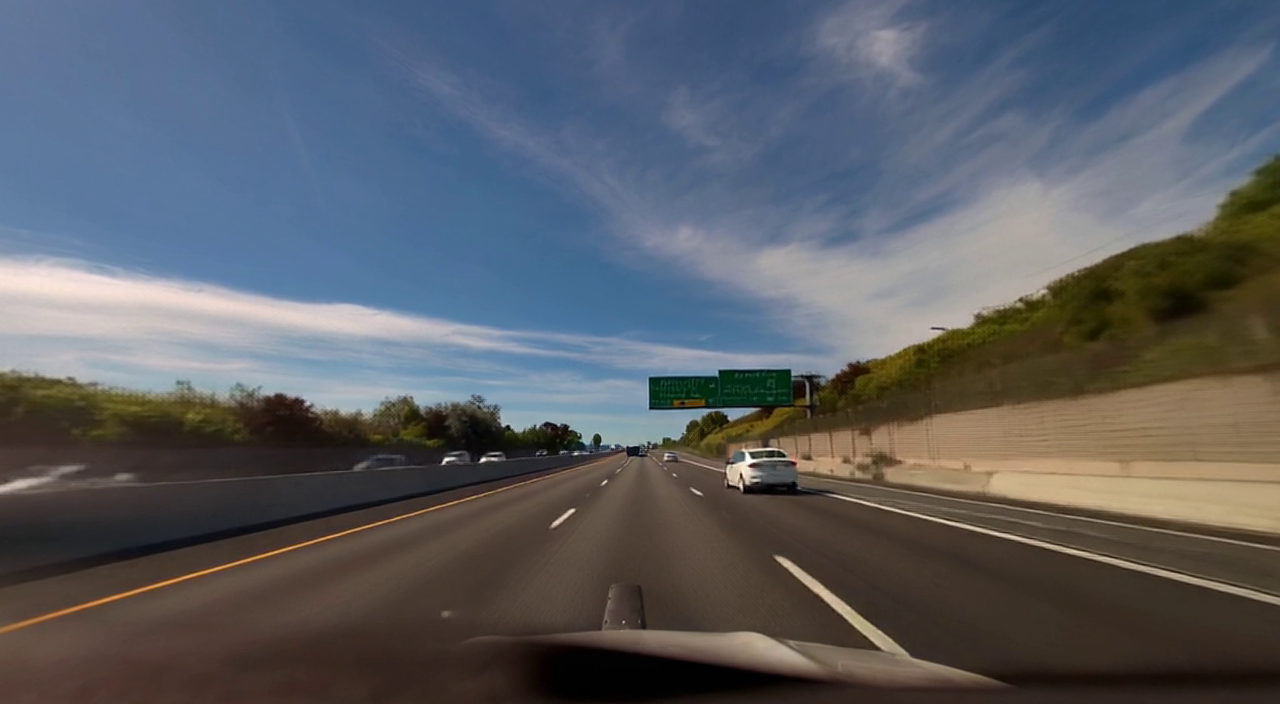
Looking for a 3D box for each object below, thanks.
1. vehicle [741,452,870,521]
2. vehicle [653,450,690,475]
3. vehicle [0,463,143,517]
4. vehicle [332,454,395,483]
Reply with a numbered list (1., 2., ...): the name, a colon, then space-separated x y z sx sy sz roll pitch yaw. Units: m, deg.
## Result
1. vehicle: 3.551 2.927 14.170 1.883 1.320 3.386 0 -9 -2
2. vehicle: 1.886 6.782 38.913 2.065 1.400 4.028 0 -9 1
3. vehicle: -19.823 4.586 21.421 1.909 1.514 4.719 0 -9 1
4. vehicle: -14.876 6.288 34.088 1.676 1.439 3.554 -1 -9 2
